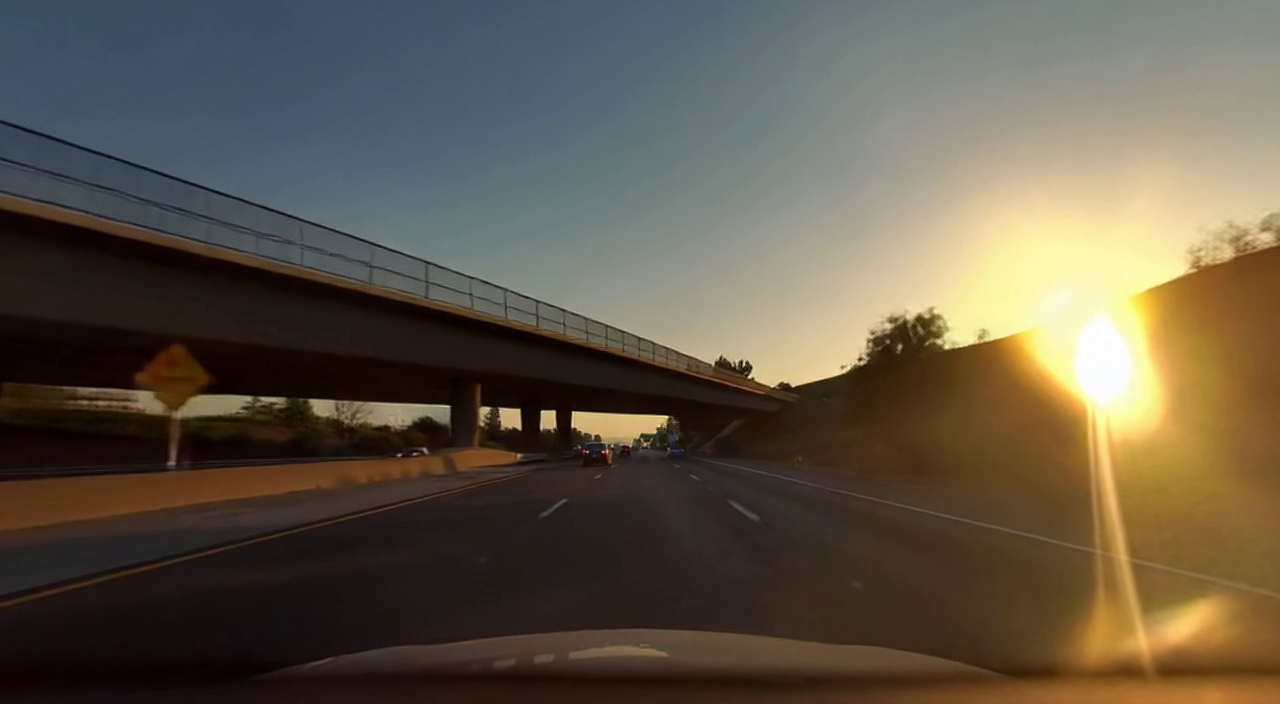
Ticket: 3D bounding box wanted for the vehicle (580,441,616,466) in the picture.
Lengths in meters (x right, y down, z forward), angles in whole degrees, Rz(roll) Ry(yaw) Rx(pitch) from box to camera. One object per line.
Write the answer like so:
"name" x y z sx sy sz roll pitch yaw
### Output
"vehicle" -3.039 7.467 46.596 2.319 1.738 4.355 0 -8 0
